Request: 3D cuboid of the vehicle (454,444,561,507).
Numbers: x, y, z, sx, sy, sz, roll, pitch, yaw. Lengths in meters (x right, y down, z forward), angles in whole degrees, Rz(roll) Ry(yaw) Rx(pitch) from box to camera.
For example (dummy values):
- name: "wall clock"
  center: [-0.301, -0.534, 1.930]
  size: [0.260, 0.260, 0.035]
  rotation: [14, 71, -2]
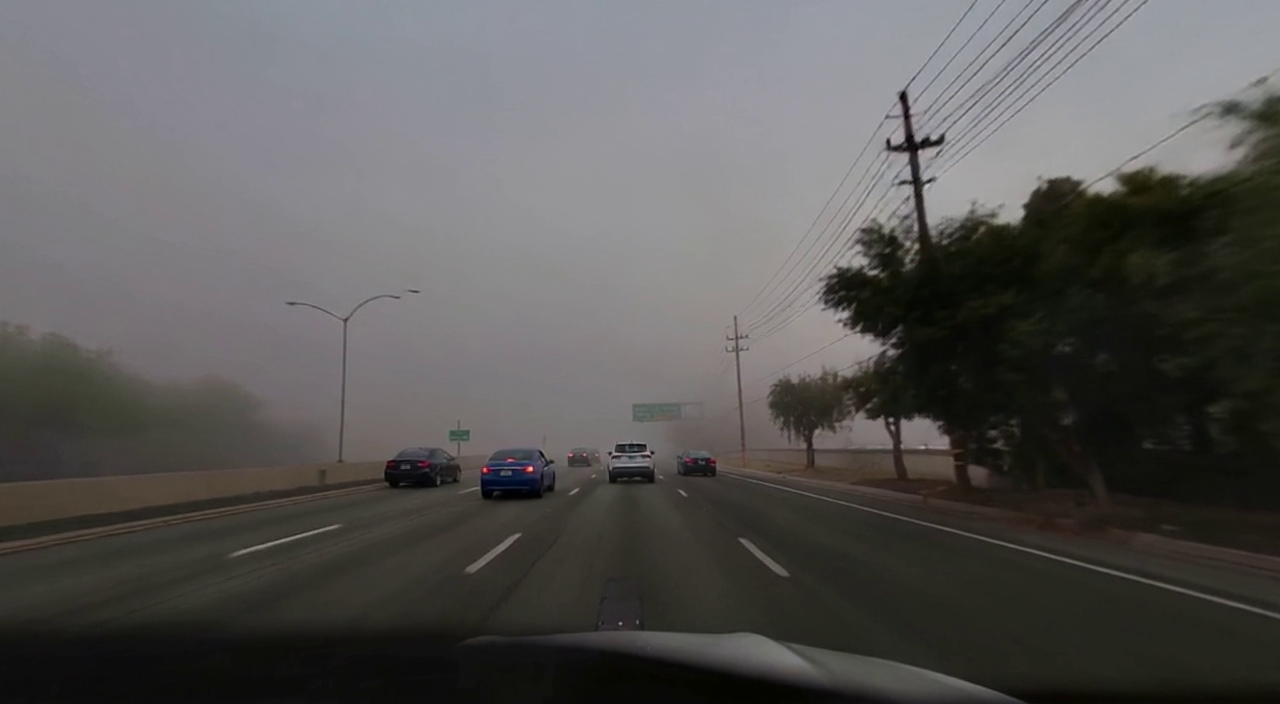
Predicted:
- name: "vehicle"
  center: [-3.387, 3.233, 17.072]
  size: [1.958, 1.447, 4.454]
  rotation: [0, -9, 0]

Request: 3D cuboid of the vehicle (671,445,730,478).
- name: "vehicle"
  center: [2.803, 5.230, 30.448]
  size: [2.197, 1.464, 4.356]
  rotation: [0, -9, -3]

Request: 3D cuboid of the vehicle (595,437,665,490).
- name: "vehicle"
  center: [-0.390, 3.965, 22.799]
  size: [2.284, 1.699, 4.168]
  rotation: [0, -9, -2]

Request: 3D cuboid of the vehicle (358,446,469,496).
- name: "vehicle"
  center: [-7.322, 3.863, 20.974]
  size: [1.959, 1.435, 4.719]
  rotation: [0, -9, 0]
